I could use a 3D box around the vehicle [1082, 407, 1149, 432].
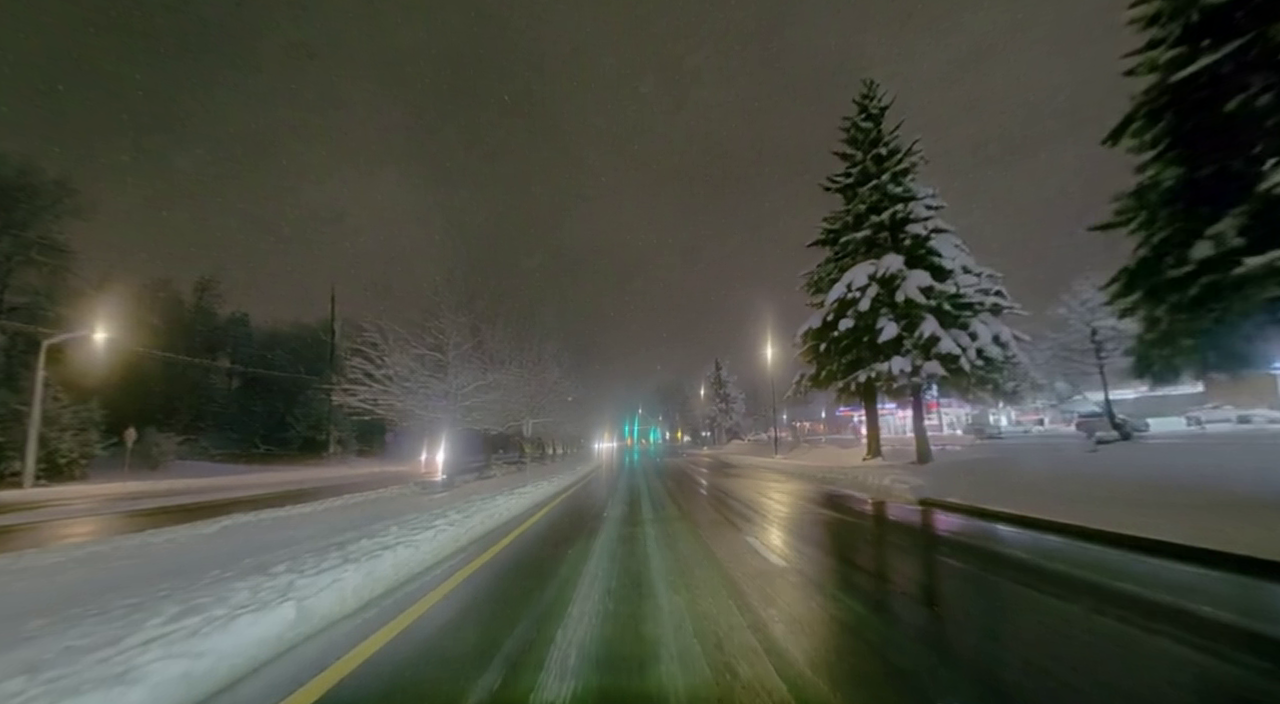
[{"bbox_3d":[32.155,4.578,42.707,3.905,1.420,1.692,0,-9,-23],"label":"vehicle"}]

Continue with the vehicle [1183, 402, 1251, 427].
[{"bbox_3d":[43.986,4.813,48.134,4.497,1.696,1.939,4,-9,-23],"label":"vehicle"}]

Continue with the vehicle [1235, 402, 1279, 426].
[{"bbox_3d":[45.097,4.473,45.408,4.188,1.566,1.854,4,-9,-25],"label":"vehicle"}]

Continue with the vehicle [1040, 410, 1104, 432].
[{"bbox_3d":[30.844,4.934,45.116,3.747,1.423,1.776,1,-10,-21],"label":"vehicle"}]
